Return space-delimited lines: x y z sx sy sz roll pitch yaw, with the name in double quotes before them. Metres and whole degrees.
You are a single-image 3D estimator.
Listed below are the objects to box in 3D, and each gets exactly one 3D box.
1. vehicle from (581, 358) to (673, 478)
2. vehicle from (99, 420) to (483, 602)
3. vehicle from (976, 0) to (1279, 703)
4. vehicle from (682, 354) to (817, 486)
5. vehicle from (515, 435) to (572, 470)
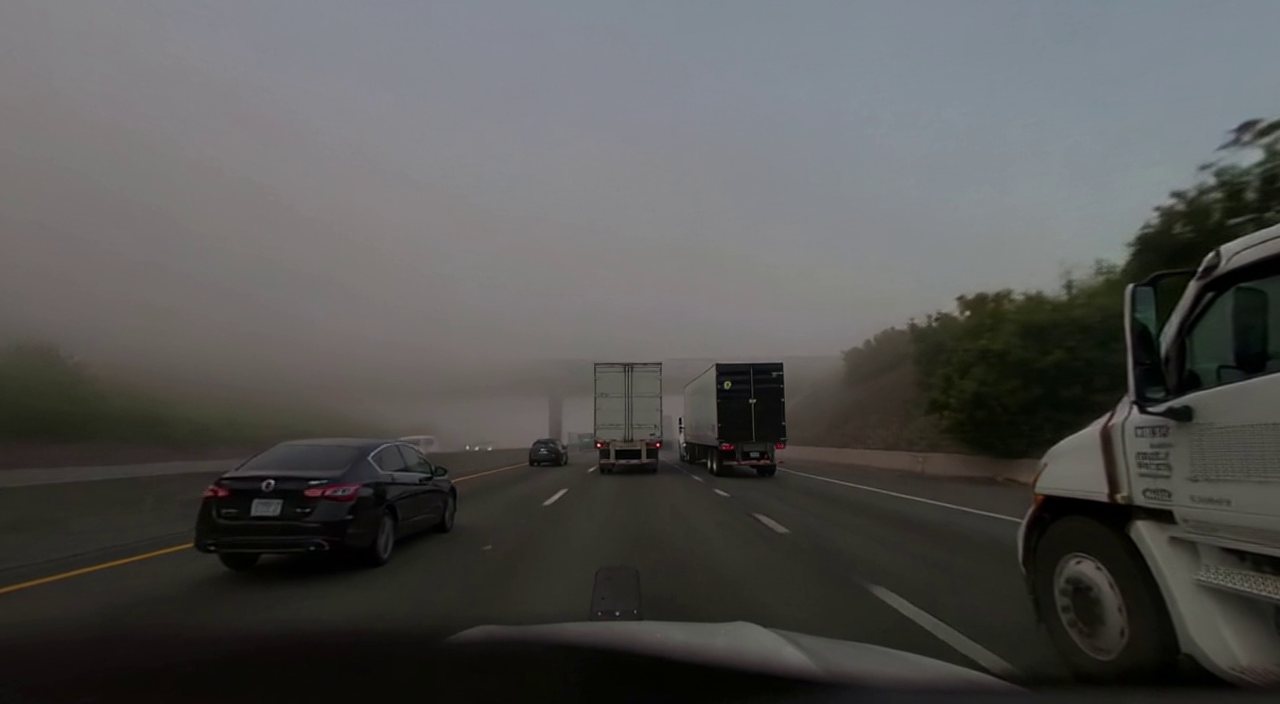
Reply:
"vehicle" -0.501 2.938 26.742 3.090 4.065 10.702 0 -8 -1
"vehicle" -3.420 1.611 7.496 1.894 1.460 4.662 0 -8 0
"vehicle" 3.935 -0.483 1.237 3.074 3.896 5.910 0 -8 -1
"vehicle" 3.615 2.757 24.406 2.817 3.886 11.491 0 -8 -2
"vehicle" -4.384 4.615 29.231 2.049 1.483 3.786 0 -8 -1
